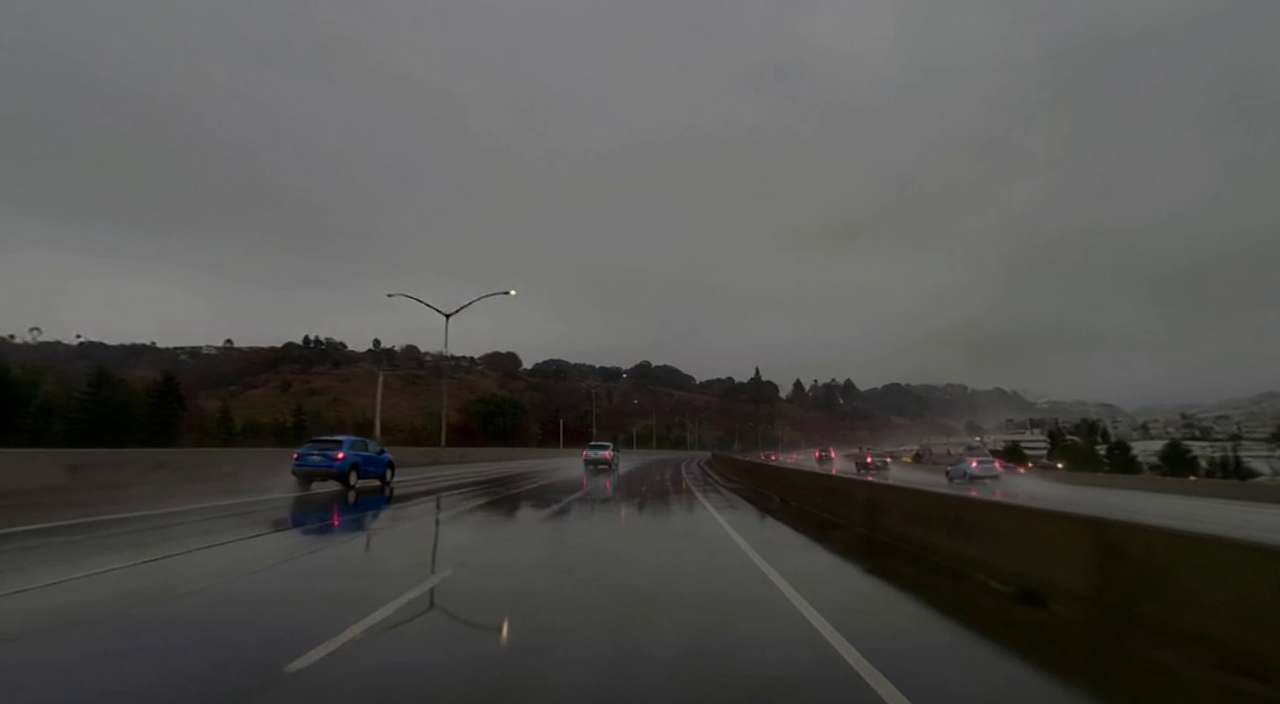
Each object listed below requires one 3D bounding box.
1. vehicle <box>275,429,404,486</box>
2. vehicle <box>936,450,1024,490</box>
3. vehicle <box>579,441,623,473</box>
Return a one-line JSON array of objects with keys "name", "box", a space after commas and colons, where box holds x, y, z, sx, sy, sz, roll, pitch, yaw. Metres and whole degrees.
[{"name": "vehicle", "box": [-10.256, 3.636, 22.032, 2.039, 1.746, 4.528, 0, -8, 3]}, {"name": "vehicle", "box": [14.915, 5.145, 27.970, 1.786, 1.559, 4.496, -1, -8, 5]}, {"name": "vehicle", "box": [-2.236, 6.185, 37.313, 2.028, 1.782, 4.150, -1, -8, 4]}]
